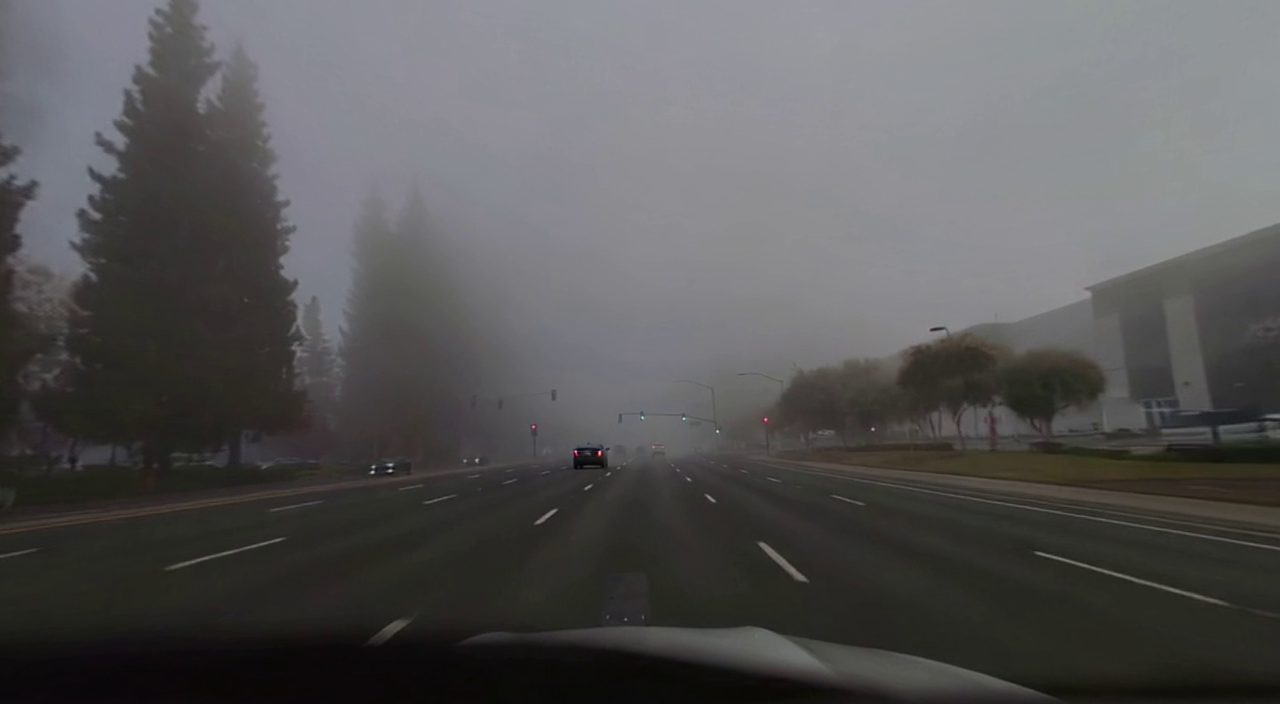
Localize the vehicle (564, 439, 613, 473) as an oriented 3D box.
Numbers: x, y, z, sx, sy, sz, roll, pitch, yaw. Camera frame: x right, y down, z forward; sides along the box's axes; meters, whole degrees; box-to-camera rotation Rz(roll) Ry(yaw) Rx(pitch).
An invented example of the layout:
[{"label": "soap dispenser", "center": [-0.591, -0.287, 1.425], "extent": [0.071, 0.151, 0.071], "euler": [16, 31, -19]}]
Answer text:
[{"label": "vehicle", "center": [-2.618, 5.438, 33.294], "extent": [2.121, 1.656, 4.559], "euler": [0, -8, 1]}]
